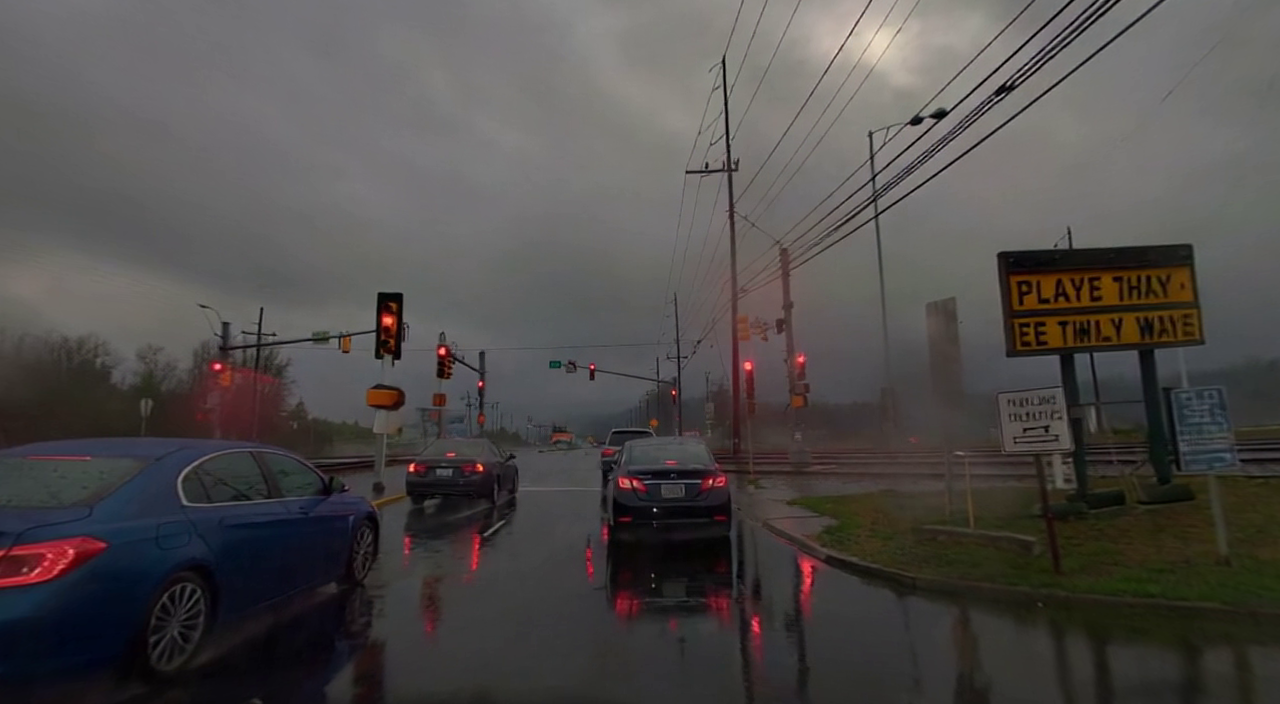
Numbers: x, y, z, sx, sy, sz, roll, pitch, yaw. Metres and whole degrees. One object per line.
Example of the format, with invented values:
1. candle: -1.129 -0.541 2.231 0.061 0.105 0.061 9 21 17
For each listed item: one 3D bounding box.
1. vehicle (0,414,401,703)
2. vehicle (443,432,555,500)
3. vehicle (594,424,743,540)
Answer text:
1. vehicle: -3.717 1.335 4.930 1.956 1.468 4.585 0 -9 -1
2. vehicle: -3.421 2.854 16.126 1.984 1.505 3.982 0 -9 -1
3. vehicle: 0.301 2.047 10.507 1.998 1.529 3.960 0 -9 -2
